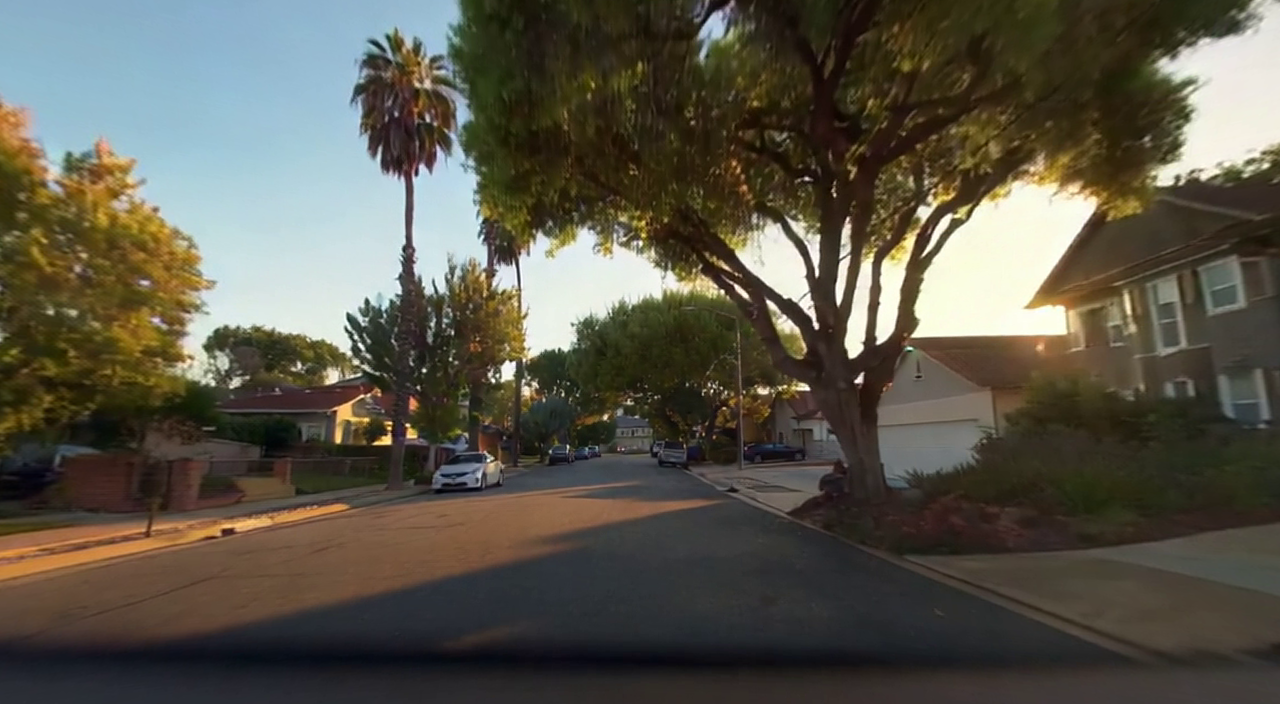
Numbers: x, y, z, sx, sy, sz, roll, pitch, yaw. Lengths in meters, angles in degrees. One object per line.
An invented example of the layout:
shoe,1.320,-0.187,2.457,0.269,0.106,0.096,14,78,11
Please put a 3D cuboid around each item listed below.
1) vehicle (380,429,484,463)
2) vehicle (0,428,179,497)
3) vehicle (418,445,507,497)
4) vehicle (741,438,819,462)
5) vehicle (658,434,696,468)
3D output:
vehicle,-12.315,5.623,37.787,5.340,1.948,2.398,0,-8,-1
vehicle,-13.233,2.435,14.094,4.283,1.400,1.926,0,-8,-2
vehicle,-5.972,4.029,21.832,1.949,1.511,4.466,0,-8,-2
vehicle,9.022,6.348,41.037,4.643,1.520,1.826,0,-8,1
vehicle,2.373,6.579,42.074,2.184,2.038,6.212,0,-8,0
